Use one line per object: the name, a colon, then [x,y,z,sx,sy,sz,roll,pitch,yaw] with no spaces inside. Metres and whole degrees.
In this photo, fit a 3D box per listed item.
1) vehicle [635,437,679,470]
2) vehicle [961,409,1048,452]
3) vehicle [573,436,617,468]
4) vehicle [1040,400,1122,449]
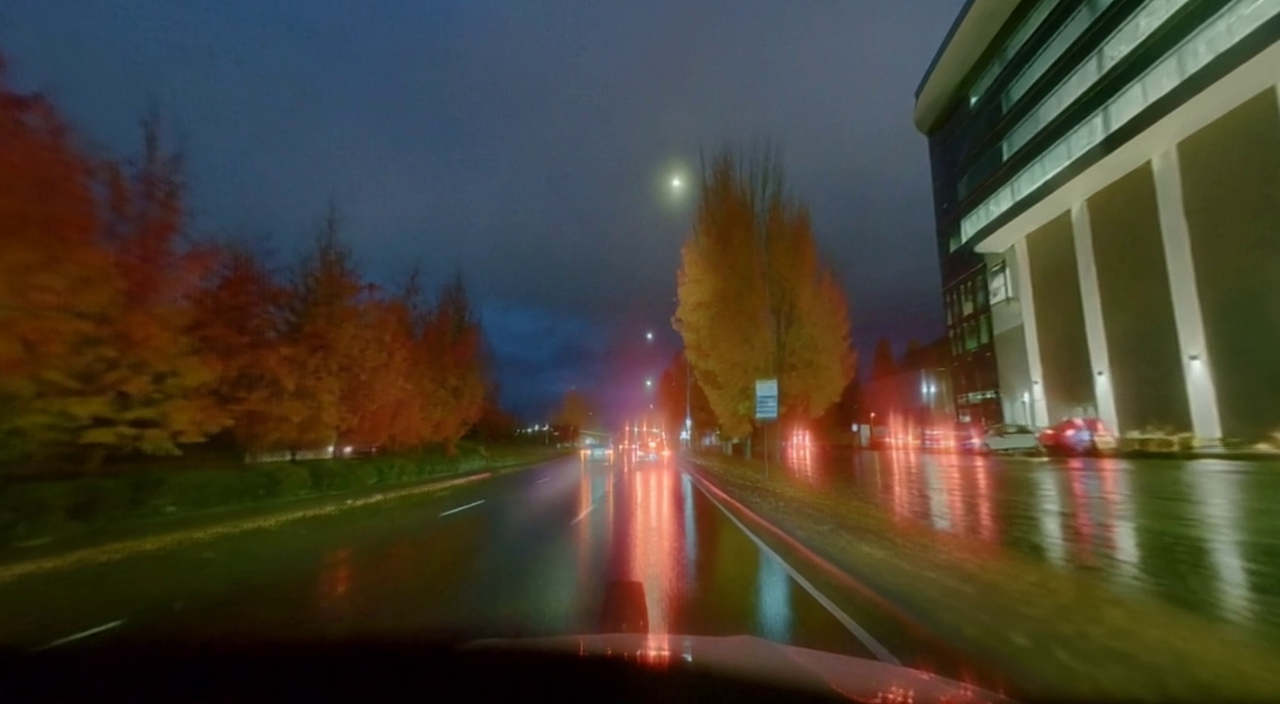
vehicle: [0.821,4.990,31.109,2.040,1.493,3.682,0,-8,1]
vehicle: [23.343,5.089,40.502,4.440,2.545,2.105,-6,-10,24]
vehicle: [-2.494,5.660,35.837,2.197,1.709,4.069,0,-8,1]
vehicle: [23.259,3.866,33.307,2.673,2.486,2.062,0,-8,-1]
